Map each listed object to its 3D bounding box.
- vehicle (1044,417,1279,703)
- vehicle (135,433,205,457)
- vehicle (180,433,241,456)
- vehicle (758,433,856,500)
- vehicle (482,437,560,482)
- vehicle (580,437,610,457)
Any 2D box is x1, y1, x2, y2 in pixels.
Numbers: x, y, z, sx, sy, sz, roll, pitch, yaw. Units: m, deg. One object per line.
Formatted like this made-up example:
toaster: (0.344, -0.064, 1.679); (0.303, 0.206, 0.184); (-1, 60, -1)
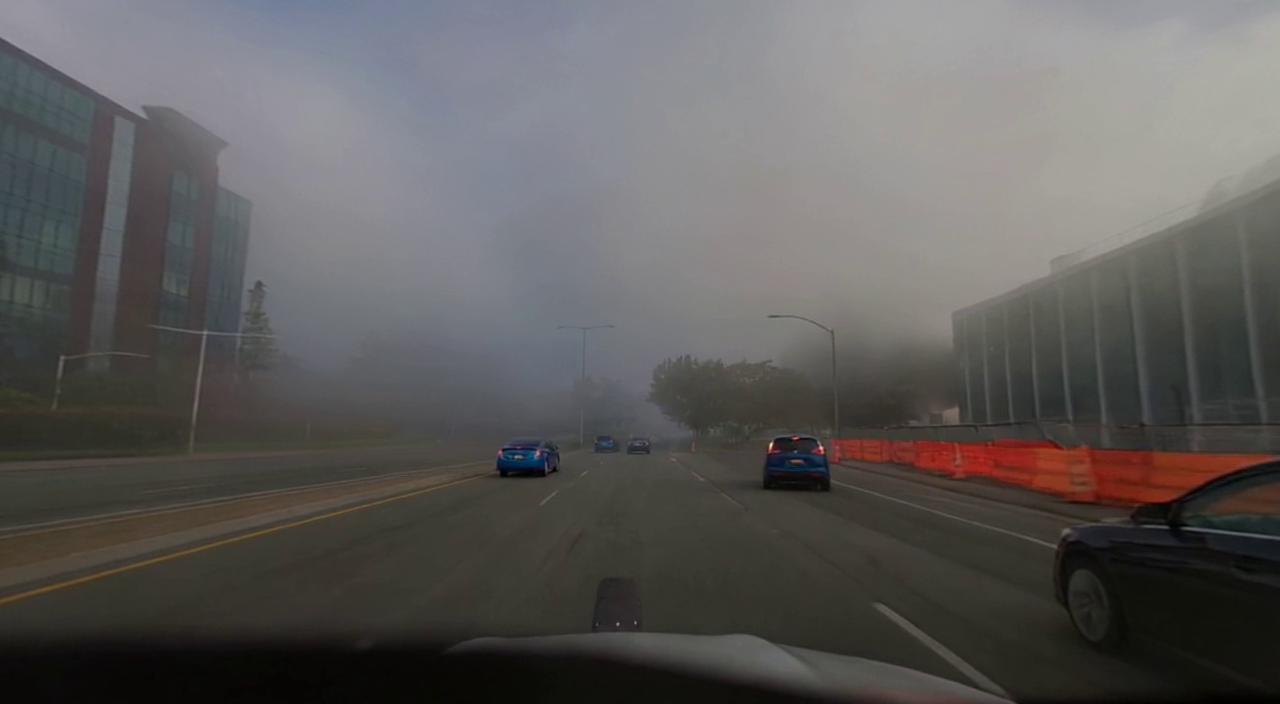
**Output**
vehicle: (4.046, 1.040, 2.929); (1.784, 1.471, 3.935); (0, -8, 2)
vehicle: (-33.787, 6.686, 45.372); (1.806, 1.653, 3.792); (-1, -8, 8)
vehicle: (-31.083, 6.706, 45.650); (1.681, 1.575, 3.449); (-1, -8, 7)
vehicle: (4.091, 2.814, 15.990); (1.913, 1.499, 3.581); (-1, -8, 7)
vehicle: (-4.025, 3.658, 21.953); (1.848, 1.406, 4.013); (0, -8, 2)
vehicle: (-3.533, 7.512, 49.961); (1.888, 1.486, 4.310); (0, -8, 2)
